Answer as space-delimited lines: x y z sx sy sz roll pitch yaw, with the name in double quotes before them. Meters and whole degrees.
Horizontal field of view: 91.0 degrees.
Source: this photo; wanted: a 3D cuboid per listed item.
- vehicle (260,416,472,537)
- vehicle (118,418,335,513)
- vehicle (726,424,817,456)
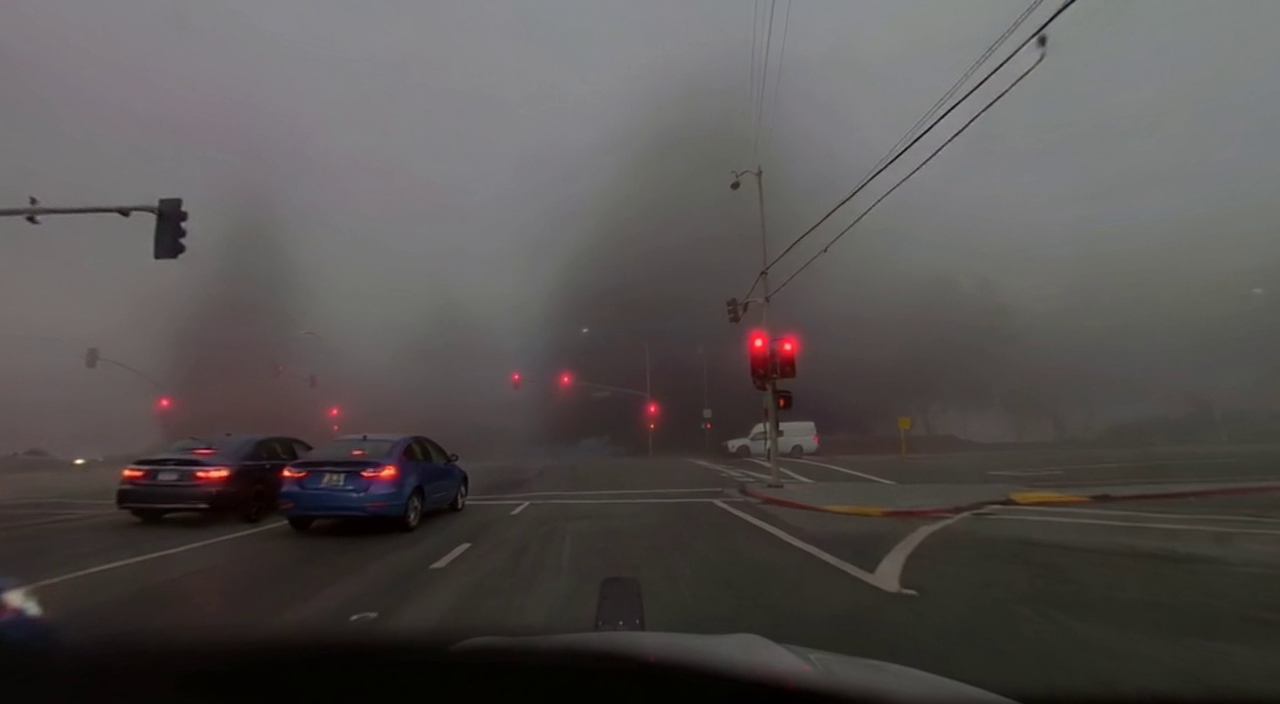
"vehicle" -4.148 1.945 10.348 1.815 1.569 3.940 1 -9 -2
"vehicle" -7.856 2.190 12.501 1.761 1.574 3.871 1 -9 -2
"vehicle" 7.421 5.008 35.876 4.884 1.714 2.021 -1 -9 11
